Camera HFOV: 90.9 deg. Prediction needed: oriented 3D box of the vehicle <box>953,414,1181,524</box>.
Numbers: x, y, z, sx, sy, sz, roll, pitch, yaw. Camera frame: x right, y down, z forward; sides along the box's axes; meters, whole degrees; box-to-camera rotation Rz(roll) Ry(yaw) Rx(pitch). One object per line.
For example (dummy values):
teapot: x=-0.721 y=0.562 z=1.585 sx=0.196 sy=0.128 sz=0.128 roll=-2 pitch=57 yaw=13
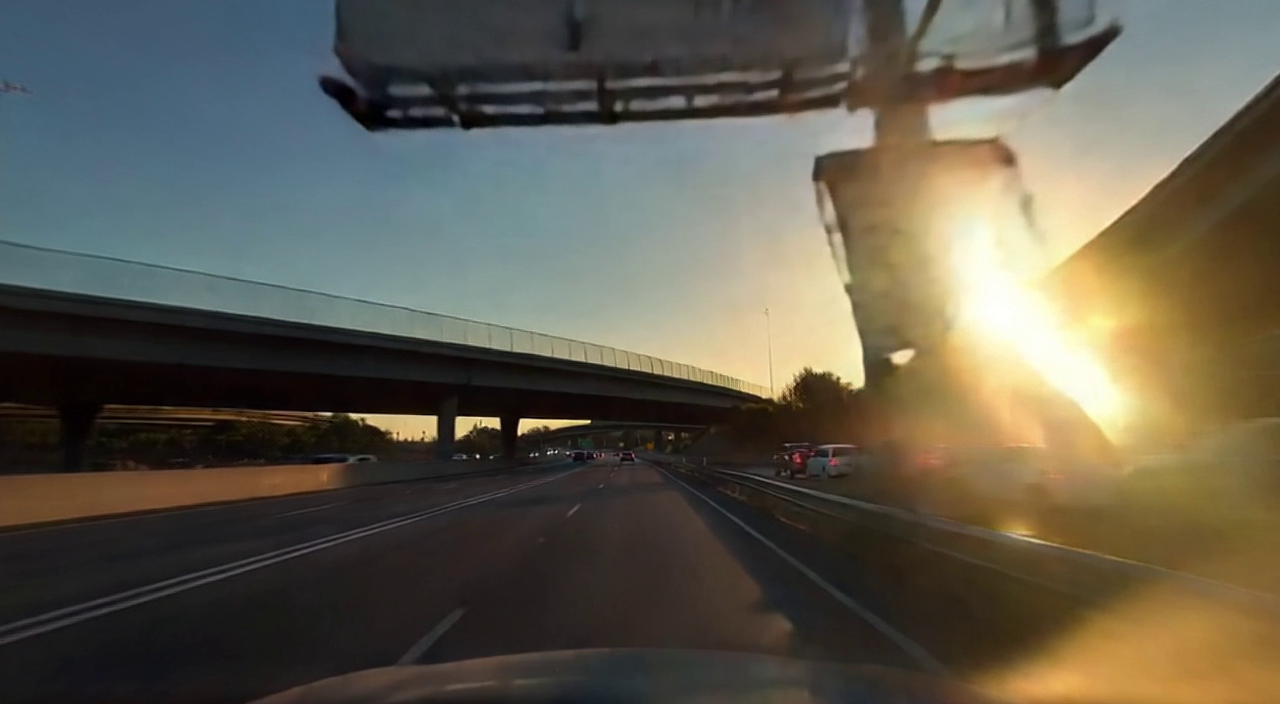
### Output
vehicle: x=16.315 y=4.522 z=25.315 sx=2.791 sy=3.573 sz=9.032 roll=0 pitch=-9 yaw=0

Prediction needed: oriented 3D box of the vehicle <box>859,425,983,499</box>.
vehicle: x=16.057 y=6.363 z=37.053 sx=2.704 sy=3.716 sz=9.364 roll=0 pitch=-9 yaw=-1

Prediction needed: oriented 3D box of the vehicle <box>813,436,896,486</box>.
vehicle: x=15.997 y=8.183 z=47.948 sx=2.887 sy=3.412 sz=9.164 roll=0 pitch=-9 yaw=-1

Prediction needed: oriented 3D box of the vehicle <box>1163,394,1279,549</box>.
vehicle: x=15.982 y=2.579 z=13.329 sx=2.391 sy=3.553 sz=8.914 roll=0 pitch=-9 yaw=2
